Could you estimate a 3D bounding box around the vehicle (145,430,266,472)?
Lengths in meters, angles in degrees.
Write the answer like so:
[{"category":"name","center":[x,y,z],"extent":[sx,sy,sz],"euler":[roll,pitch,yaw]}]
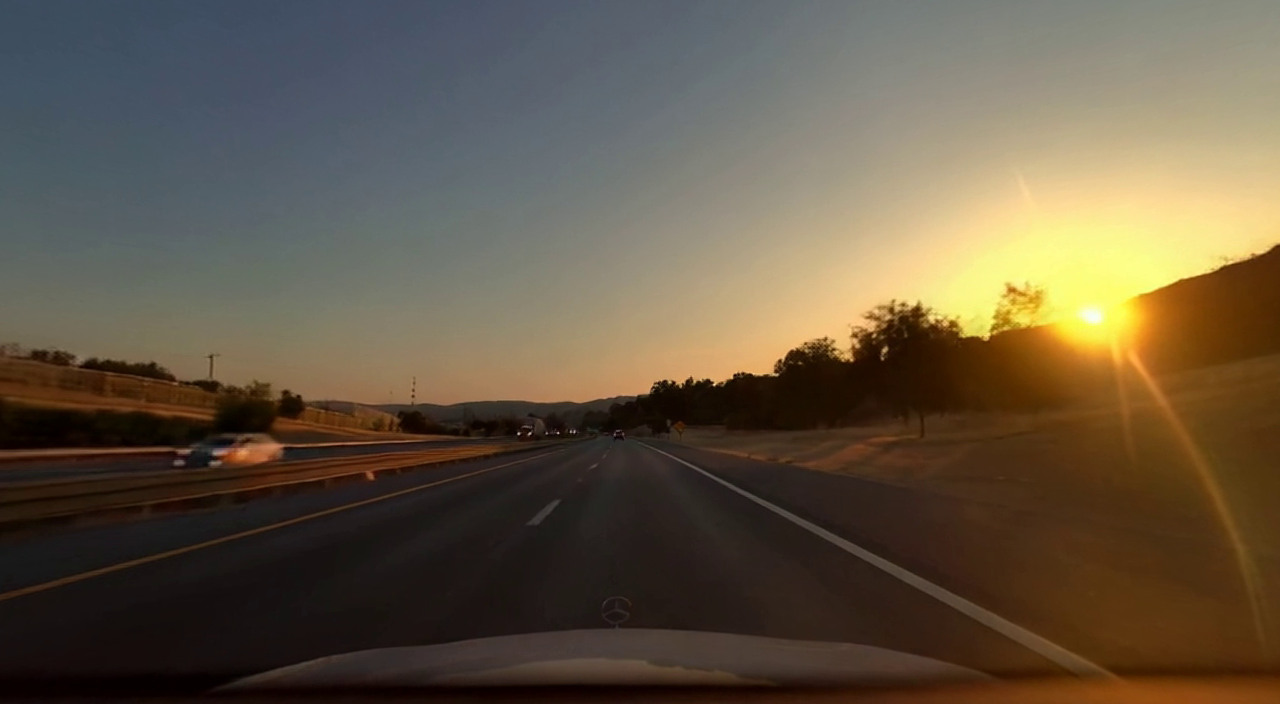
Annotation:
[{"category":"vehicle","center":[-16.403,3.741,24.077],"extent":[1.785,1.429,4.077],"euler":[0,-8,-1]}]
